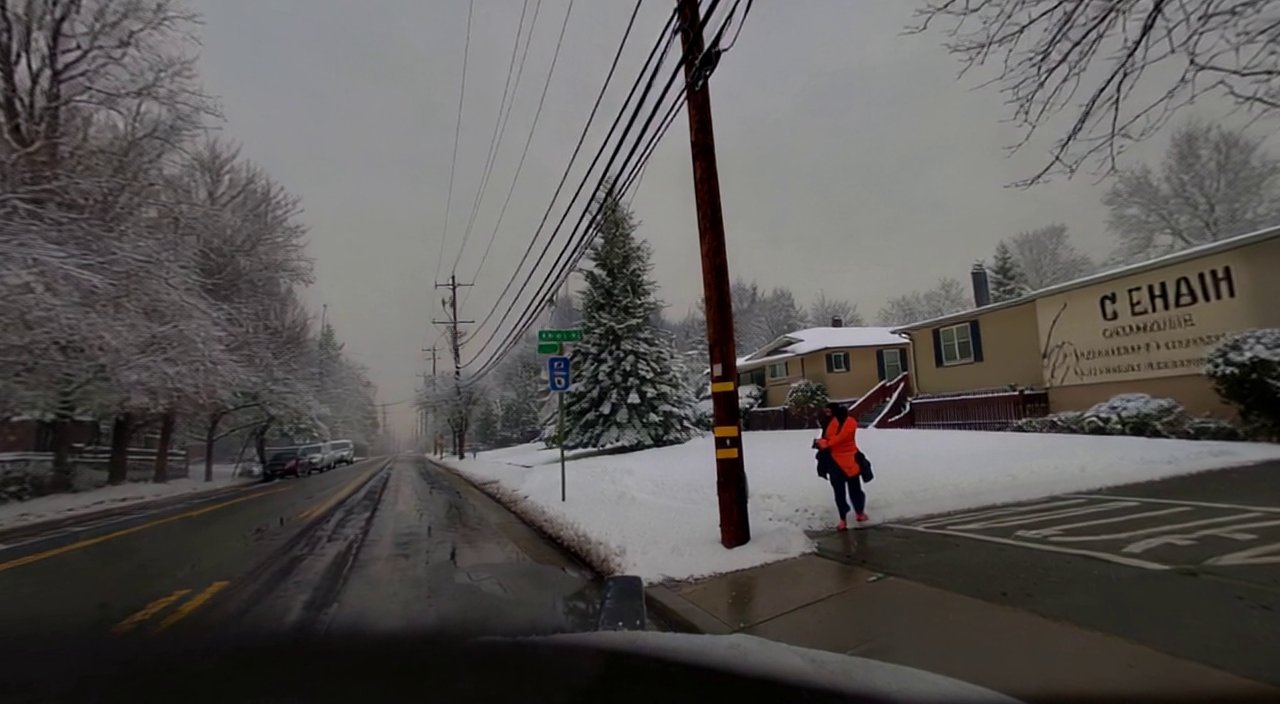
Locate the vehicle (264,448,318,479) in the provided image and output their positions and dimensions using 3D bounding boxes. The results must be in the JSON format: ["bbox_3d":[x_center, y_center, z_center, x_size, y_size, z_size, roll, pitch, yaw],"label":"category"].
[{"bbox_3d":[-22.142,7.056,40.243,2.203,1.787,4.704,3,-9,-19],"label":"vehicle"}]
